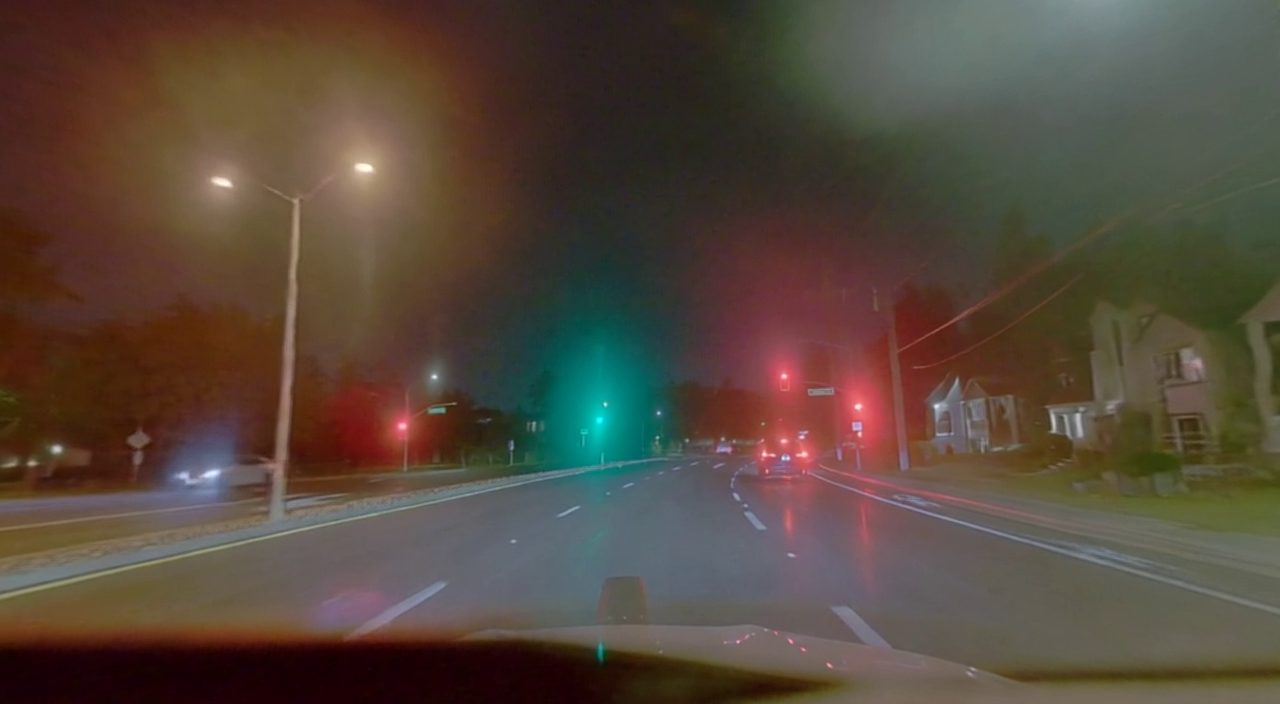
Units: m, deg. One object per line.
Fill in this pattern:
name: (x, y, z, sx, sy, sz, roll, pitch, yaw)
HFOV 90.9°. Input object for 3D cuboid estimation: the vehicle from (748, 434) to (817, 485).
vehicle: (5.592, 4.279, 25.371, 2.141, 1.833, 4.704, -1, -8, 6)

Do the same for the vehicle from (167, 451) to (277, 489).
vehicle: (-18.389, 5.156, 27.941, 1.828, 1.497, 3.858, -1, -9, 9)
